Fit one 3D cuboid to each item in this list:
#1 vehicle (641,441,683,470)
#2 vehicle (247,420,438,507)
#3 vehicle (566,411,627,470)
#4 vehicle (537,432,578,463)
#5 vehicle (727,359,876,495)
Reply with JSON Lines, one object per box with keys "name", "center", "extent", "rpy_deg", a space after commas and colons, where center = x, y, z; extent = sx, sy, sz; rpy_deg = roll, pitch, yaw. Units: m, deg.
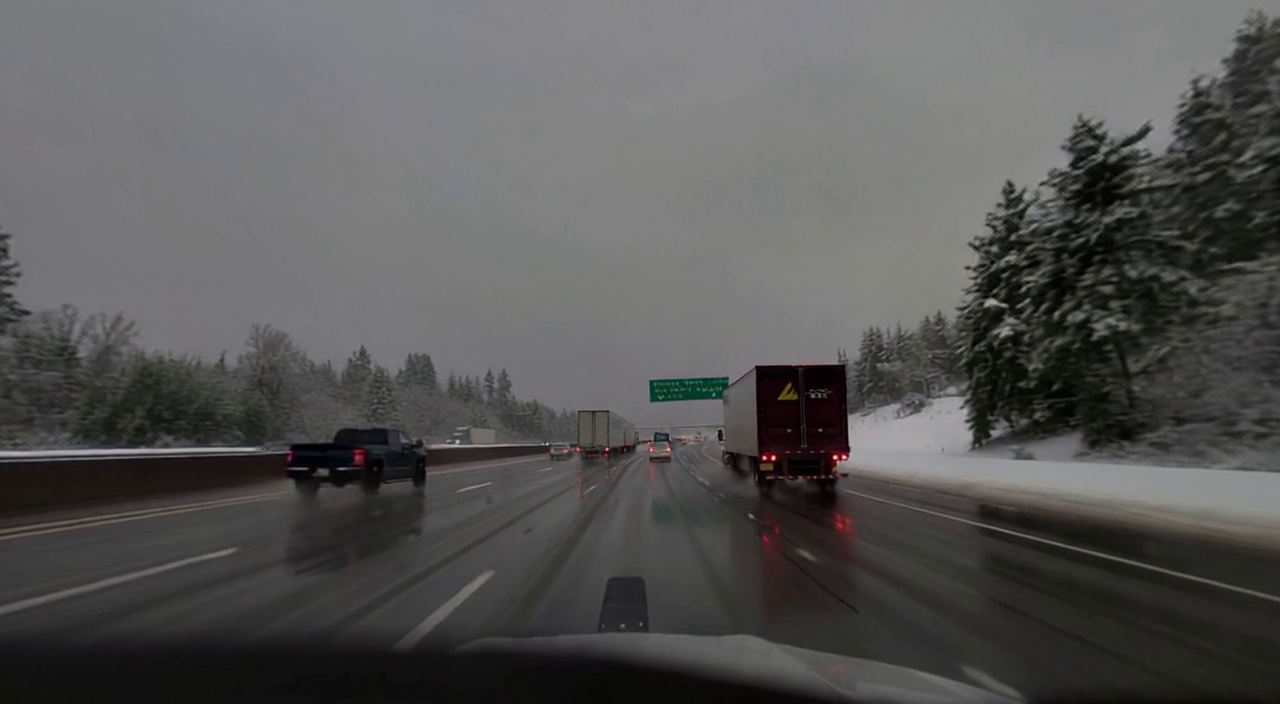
{"name": "vehicle", "center": [1.196, 5.624, 34.464], "extent": [2.105, 1.502, 4.068], "rpy_deg": [0, -9, 2]}
{"name": "vehicle", "center": [-7.225, 2.792, 16.178], "extent": [2.272, 1.850, 5.156], "rpy_deg": [0, -8, 1]}
{"name": "vehicle", "center": [-2.428, 5.329, 37.864], "extent": [2.745, 3.156, 7.608], "rpy_deg": [0, -8, 3]}
{"name": "vehicle", "center": [-6.337, 7.430, 49.105], "extent": [2.322, 2.195, 5.556], "rpy_deg": [0, -9, 2]}
{"name": "vehicle", "center": [4.652, 2.467, 20.044], "extent": [2.895, 3.484, 7.631], "rpy_deg": [0, -8, 2]}
